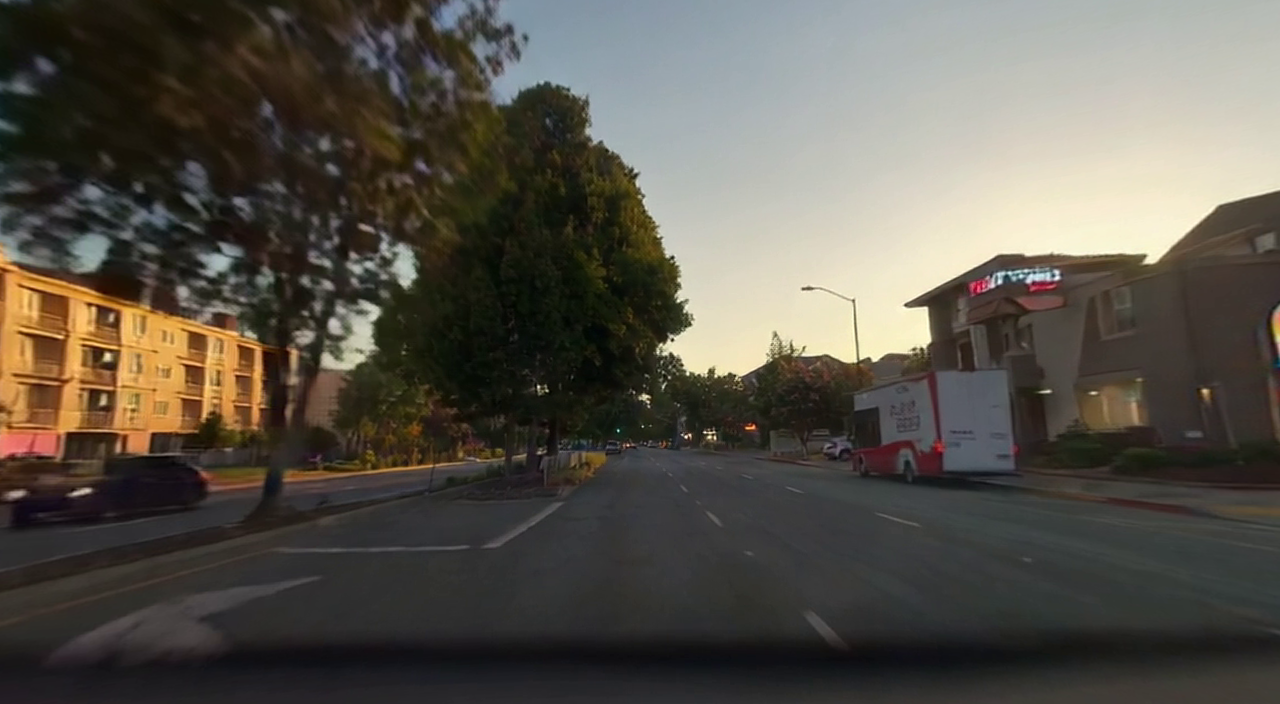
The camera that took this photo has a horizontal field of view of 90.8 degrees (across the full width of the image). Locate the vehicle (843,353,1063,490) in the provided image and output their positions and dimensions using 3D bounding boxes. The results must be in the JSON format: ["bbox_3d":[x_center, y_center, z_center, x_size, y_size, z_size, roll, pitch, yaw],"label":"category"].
[{"bbox_3d":[10.099,2.601,22.074,3.174,3.794,9.019,-1,-9,1],"label":"vehicle"}]

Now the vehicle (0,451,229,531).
[{"bbox_3d":[-11.754,2.982,14.254,1.901,1.465,4.604,0,-8,-1],"label":"vehicle"}]
